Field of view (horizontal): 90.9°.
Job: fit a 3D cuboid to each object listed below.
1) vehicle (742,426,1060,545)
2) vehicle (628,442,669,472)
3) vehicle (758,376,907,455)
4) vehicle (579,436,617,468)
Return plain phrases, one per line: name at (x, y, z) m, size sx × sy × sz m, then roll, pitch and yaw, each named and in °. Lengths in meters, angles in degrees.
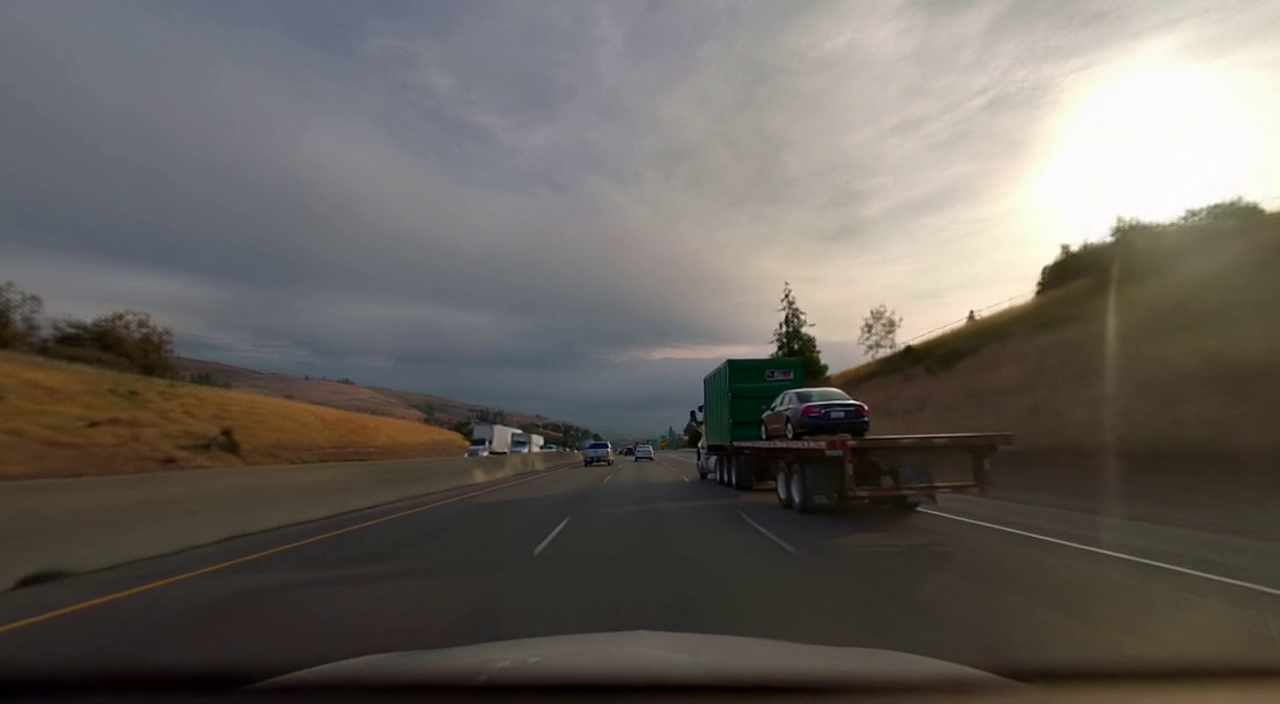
vehicle at (4.277, 2.532, 13.258) m, size 2.654 × 1.574 × 9.537 m, roll 0°, pitch -9°, yaw 0°
vehicle at (0.461, 5.711, 34.451) m, size 2.086 × 1.497 × 3.681 m, roll 0°, pitch -9°, yaw 1°
vehicle at (4.163, 1.571, 14.456) m, size 1.968 × 1.547 × 4.215 m, roll 0°, pitch -9°, yaw -2°
vehicle at (-2.814, 6.888, 43.560) m, size 2.142 × 2.044 × 4.446 m, roll -1°, pitch -9°, yaw 2°
